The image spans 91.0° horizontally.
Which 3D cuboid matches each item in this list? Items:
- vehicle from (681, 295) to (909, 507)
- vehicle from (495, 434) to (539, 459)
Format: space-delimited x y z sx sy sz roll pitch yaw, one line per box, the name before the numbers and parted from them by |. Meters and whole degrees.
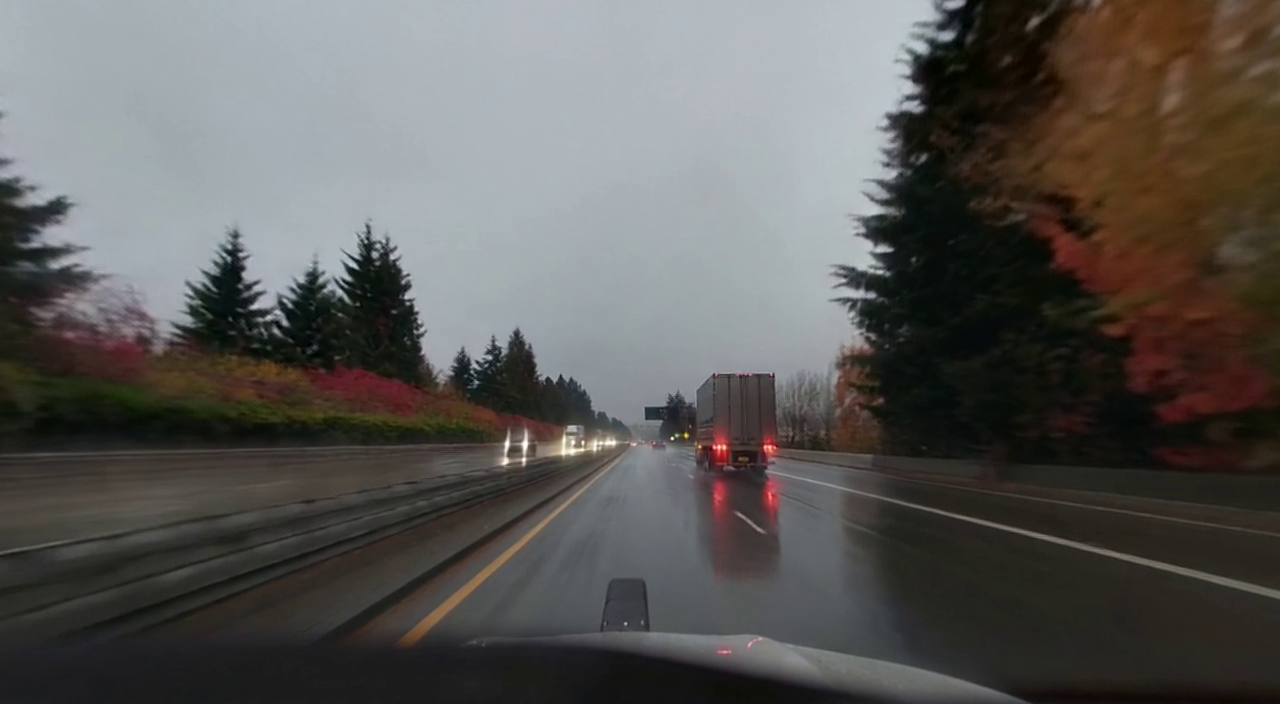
vehicle | 3.557 1.947 19.755 3.691 4.331 13.909 0 -8 0
vehicle | -8.246 6.401 42.620 1.986 1.541 4.670 0 -8 1
